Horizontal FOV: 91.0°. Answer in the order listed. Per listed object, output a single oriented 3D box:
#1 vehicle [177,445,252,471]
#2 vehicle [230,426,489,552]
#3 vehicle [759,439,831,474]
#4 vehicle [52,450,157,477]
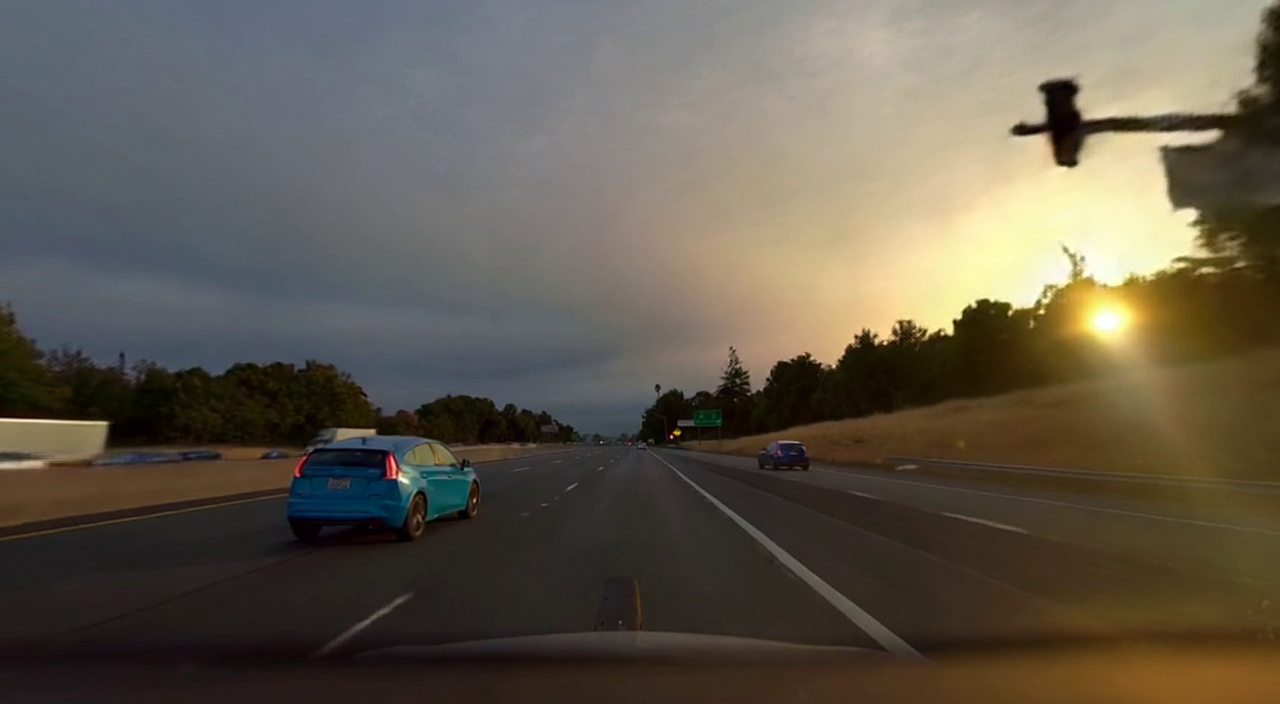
[{"bbox_3d":[-28.286,7.033,42.018,1.864,1.568,4.344,0,-8,1],"label":"vehicle"},{"bbox_3d":[-3.954,1.999,9.936,1.987,1.516,4.478,0,-8,1],"label":"vehicle"},{"bbox_3d":[7.176,4.885,29.683,2.049,1.481,4.774,0,-8,-2],"label":"vehicle"},{"bbox_3d":[-32.038,6.666,37.890,1.799,1.455,5.117,0,-8,0],"label":"vehicle"}]
